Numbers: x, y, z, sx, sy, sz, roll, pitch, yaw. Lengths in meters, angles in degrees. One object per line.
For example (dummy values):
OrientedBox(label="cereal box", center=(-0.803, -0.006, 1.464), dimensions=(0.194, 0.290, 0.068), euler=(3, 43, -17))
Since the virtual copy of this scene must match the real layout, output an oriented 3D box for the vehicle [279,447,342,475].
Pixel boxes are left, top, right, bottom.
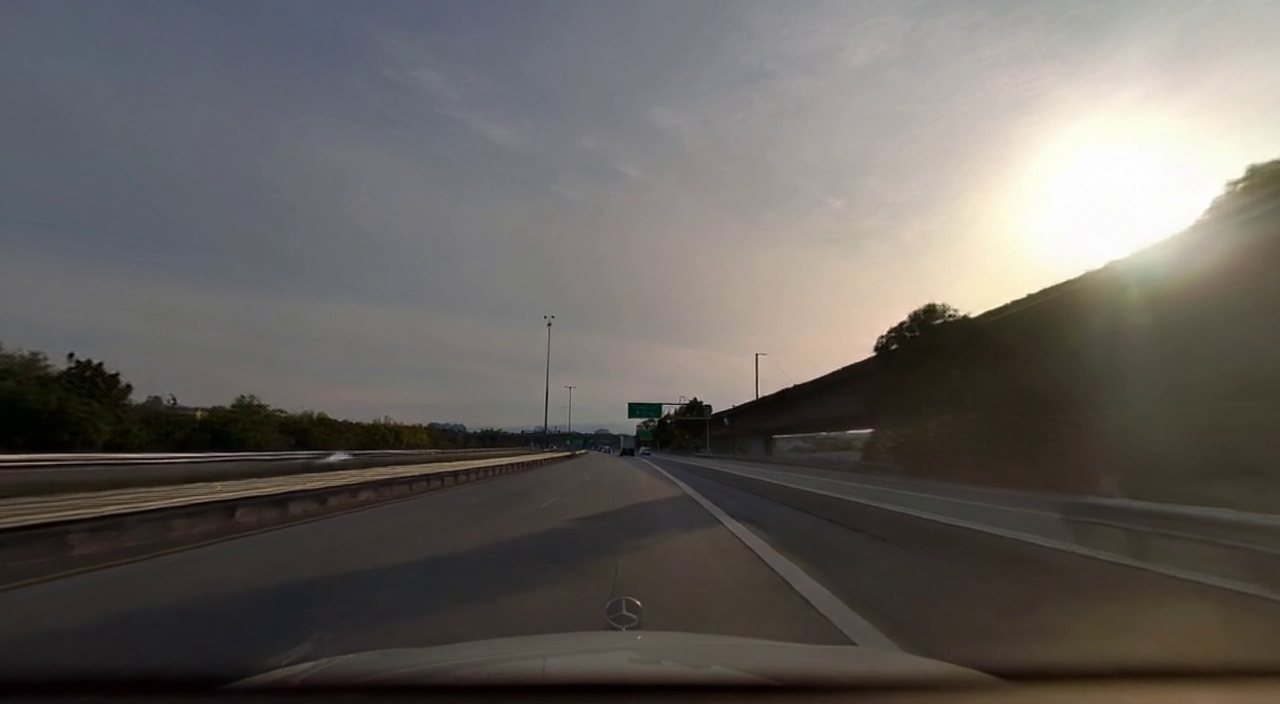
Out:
OrientedBox(label="vehicle", center=(-18.392, 6.097, 35.271), dimensions=(1.652, 1.440, 3.500), euler=(0, -9, -1))
